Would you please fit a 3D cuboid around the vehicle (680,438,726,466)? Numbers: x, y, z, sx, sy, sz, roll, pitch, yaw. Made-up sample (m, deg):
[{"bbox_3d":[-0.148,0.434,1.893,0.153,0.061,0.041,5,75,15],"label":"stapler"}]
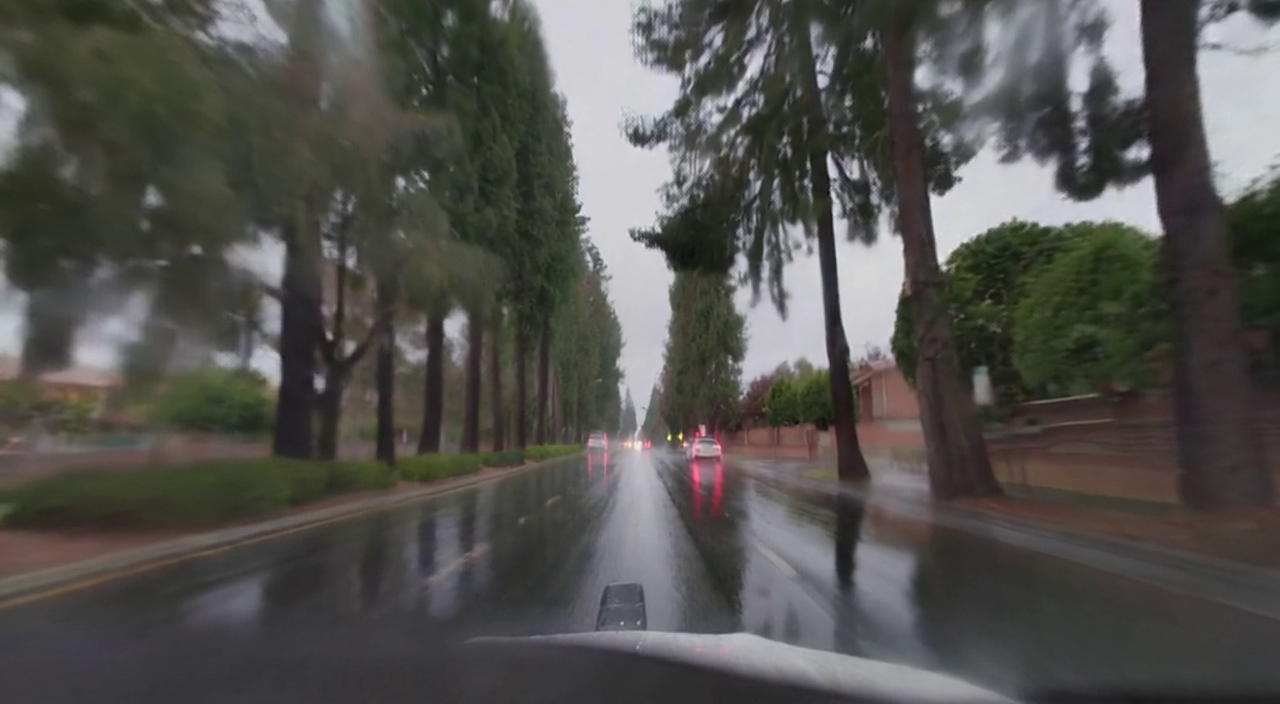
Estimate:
[{"bbox_3d":[3.811,6.132,38.914,2.237,1.578,4.621,0,-8,-1],"label":"vehicle"}]
